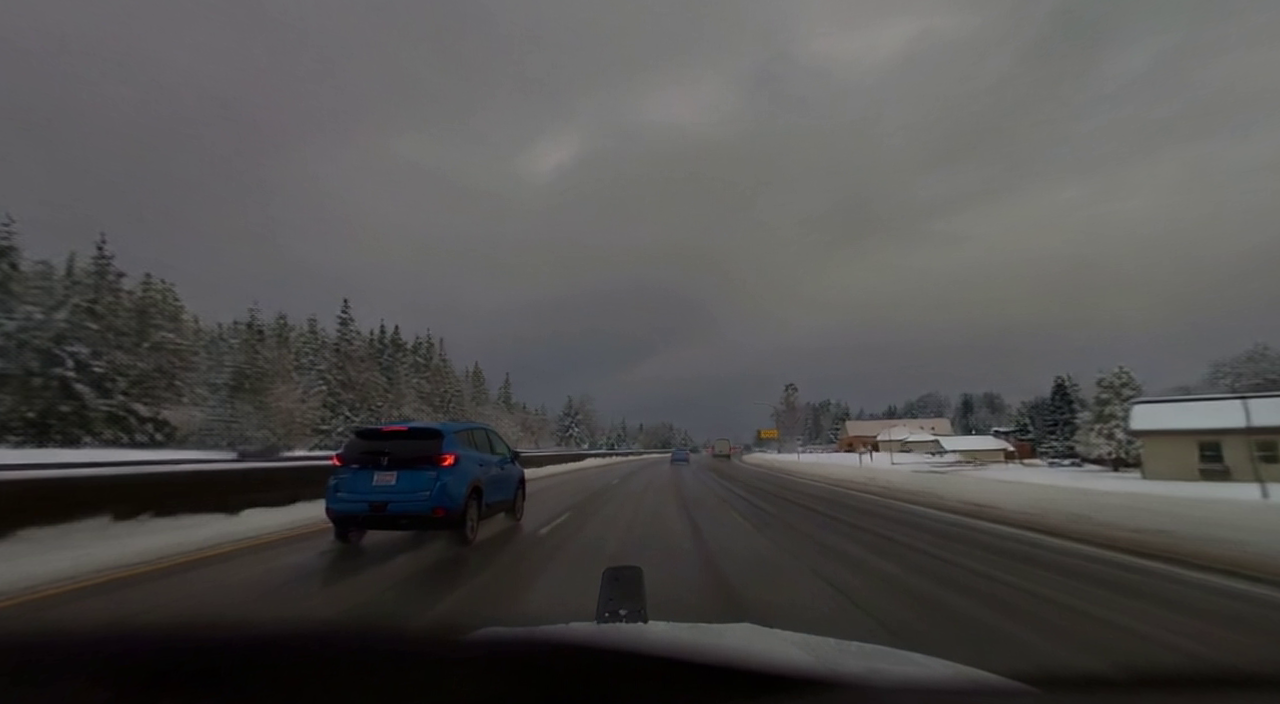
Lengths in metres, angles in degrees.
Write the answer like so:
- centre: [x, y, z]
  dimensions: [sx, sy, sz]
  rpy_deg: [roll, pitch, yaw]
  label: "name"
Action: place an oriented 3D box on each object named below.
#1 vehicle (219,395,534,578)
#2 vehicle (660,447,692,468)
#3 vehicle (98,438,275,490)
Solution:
- centre: [-3.064, 1.718, 8.834]
  dimensions: [2.185, 1.823, 4.854]
  rpy_deg: [0, -9, 1]
  label: "vehicle"
- centre: [2.542, 7.444, 44.658]
  dimensions: [2.158, 1.458, 3.656]
  rpy_deg: [0, -9, 3]
  label: "vehicle"
- centre: [-16.628, 4.138, 23.656]
  dimensions: [2.275, 1.685, 5.624]
  rpy_deg: [0, -9, 2]
  label: "vehicle"
